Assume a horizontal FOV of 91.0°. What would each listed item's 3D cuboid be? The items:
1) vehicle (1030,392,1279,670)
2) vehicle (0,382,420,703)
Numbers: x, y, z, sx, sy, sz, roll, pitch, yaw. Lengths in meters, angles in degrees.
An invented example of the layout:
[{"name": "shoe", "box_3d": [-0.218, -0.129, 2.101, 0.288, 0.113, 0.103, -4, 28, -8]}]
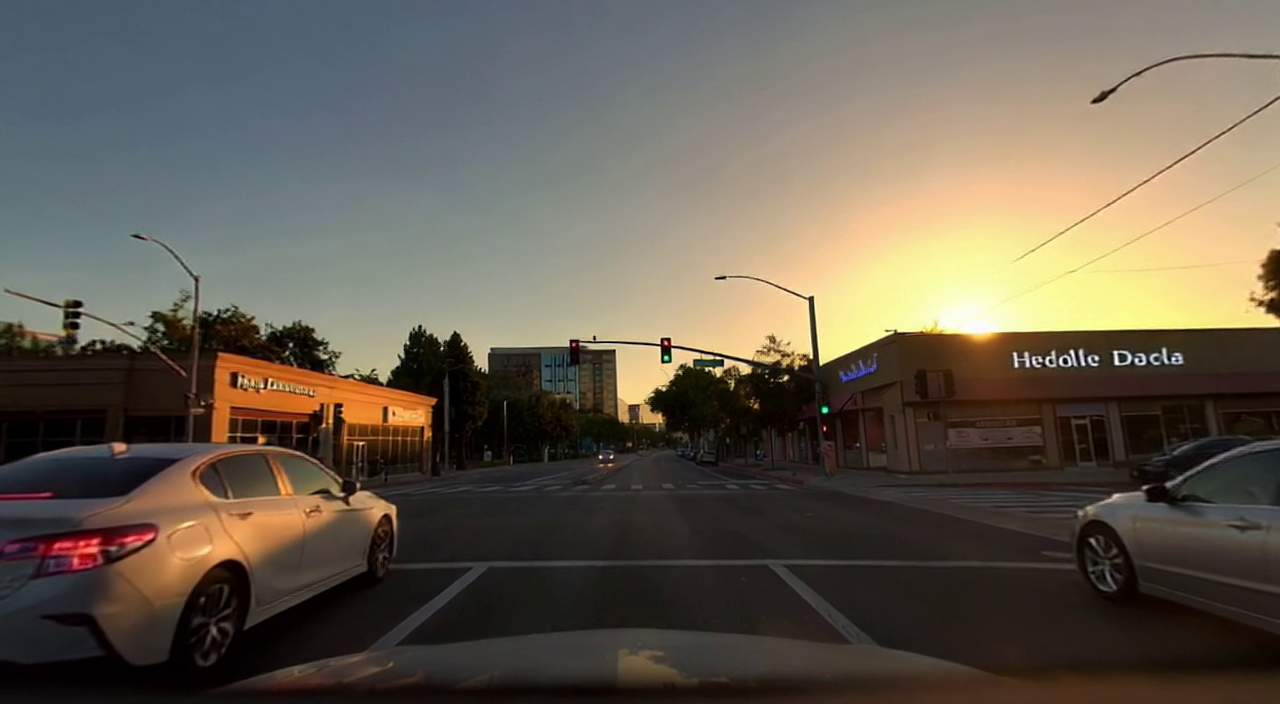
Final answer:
[{"name": "vehicle", "box_3d": [4.873, 1.095, 3.897, 2.039, 1.655, 4.495, 0, -9, 1]}, {"name": "vehicle", "box_3d": [-3.475, 1.259, 4.842, 1.947, 1.627, 4.248, 0, -9, 1]}]
